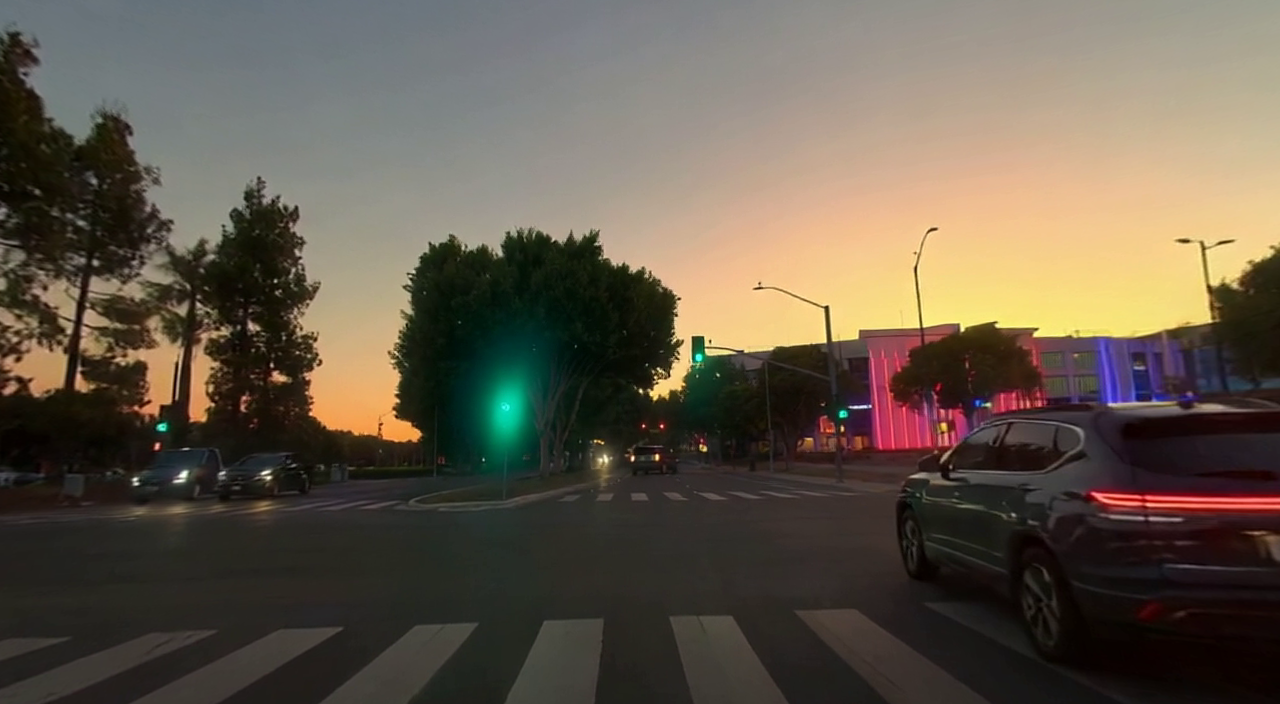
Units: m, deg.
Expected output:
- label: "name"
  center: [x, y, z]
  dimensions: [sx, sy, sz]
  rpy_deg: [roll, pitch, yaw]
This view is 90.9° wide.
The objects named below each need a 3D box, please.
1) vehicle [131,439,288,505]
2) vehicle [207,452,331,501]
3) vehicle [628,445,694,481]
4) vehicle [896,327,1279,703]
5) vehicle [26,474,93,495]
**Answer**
- label: "vehicle"
  center: [-18.734, 5.183, 27.959]
  dimensions: [2.557, 2.580, 5.856]
  rpy_deg: [-1, -8, 3]
- label: "vehicle"
  center: [-14.967, 4.999, 25.810]
  dimensions: [2.169, 1.753, 4.640]
  rpy_deg: [0, -8, 1]
- label: "vehicle"
  center: [1.143, 5.526, 31.753]
  dimensions: [2.153, 1.658, 4.569]
  rpy_deg: [-3, -9, 18]
- label: "vehicle"
  center: [3.606, 1.023, 3.905]
  dimensions: [2.301, 1.767, 4.289]
  rpy_deg: [0, -8, 1]
- label: "vehicle"
  center: [-44.586, 10.153, 48.443]
  dimensions: [3.497, 1.415, 1.569]
  rpy_deg: [-1, -8, -1]
